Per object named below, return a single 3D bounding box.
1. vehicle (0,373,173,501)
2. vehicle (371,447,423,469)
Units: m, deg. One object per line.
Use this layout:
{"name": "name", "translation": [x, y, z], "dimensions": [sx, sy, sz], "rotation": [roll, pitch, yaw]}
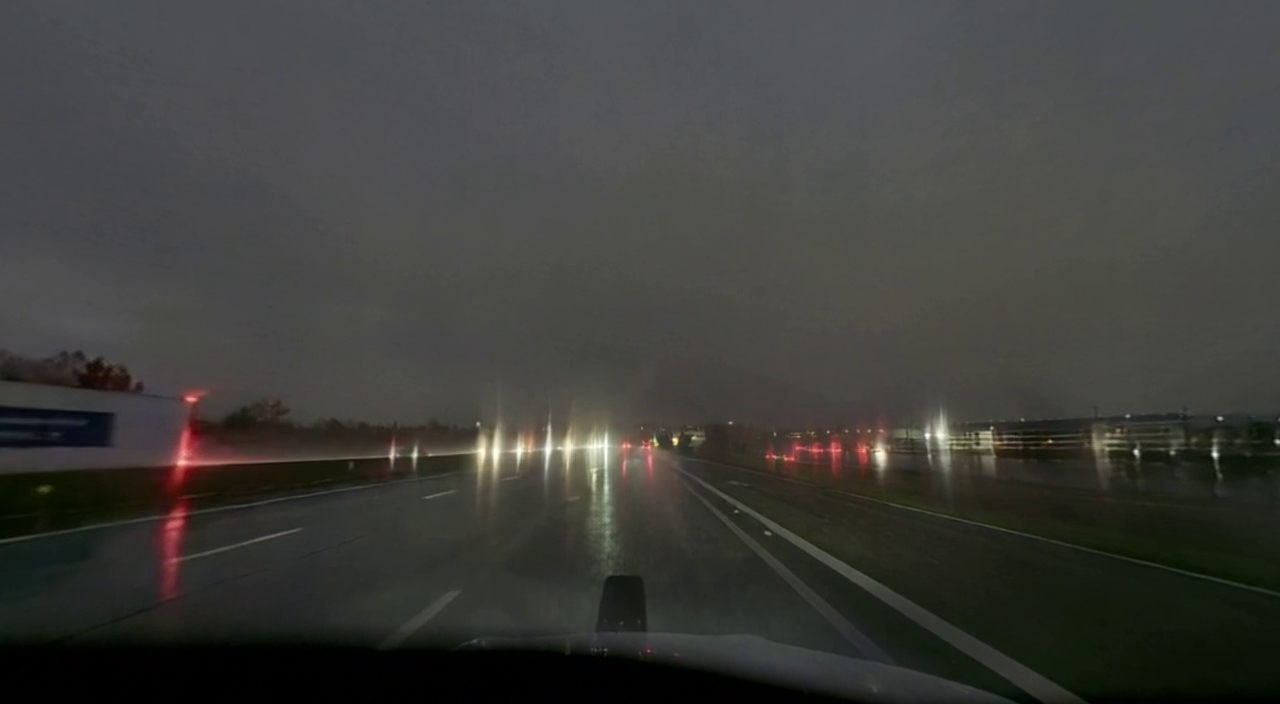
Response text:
{"name": "vehicle", "translation": [-22.612, 2.817, 20.827], "dimensions": [3.417, 4.120, 14.262], "rotation": [0, -9, 0]}
{"name": "vehicle", "translation": [-18.593, 8.093, 48.472], "dimensions": [2.163, 1.564, 4.548], "rotation": [0, -9, 0]}
